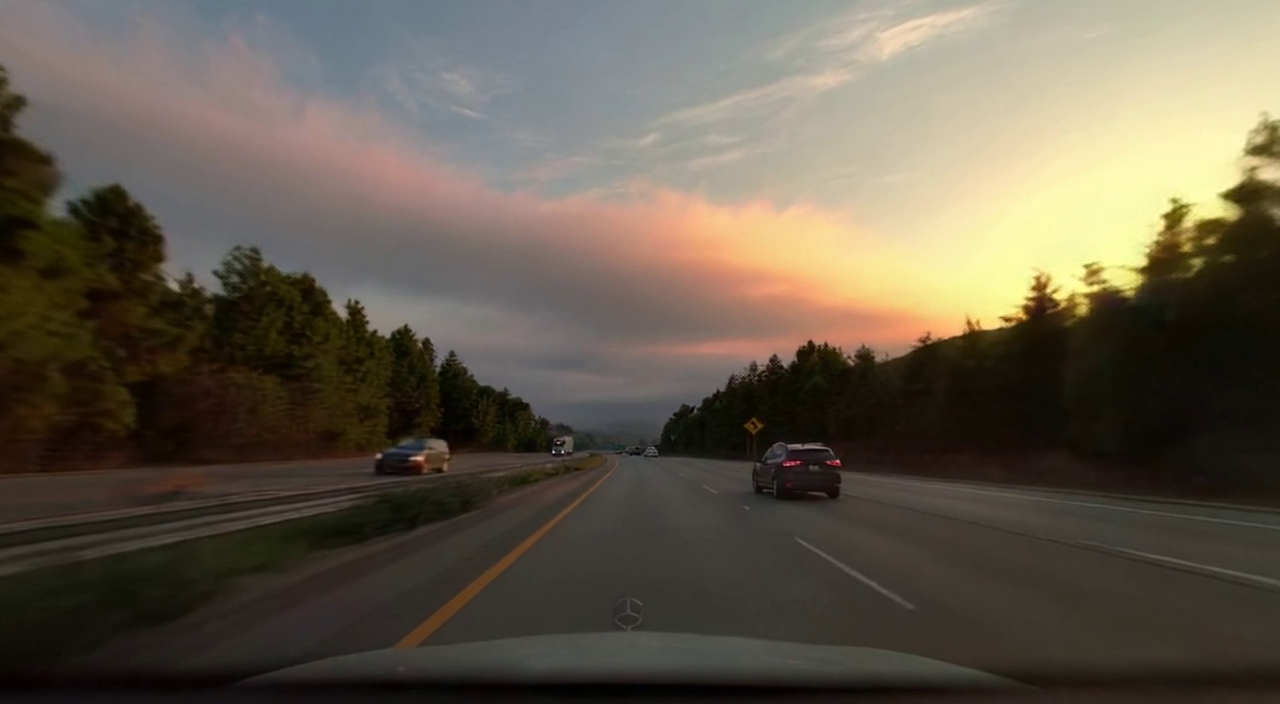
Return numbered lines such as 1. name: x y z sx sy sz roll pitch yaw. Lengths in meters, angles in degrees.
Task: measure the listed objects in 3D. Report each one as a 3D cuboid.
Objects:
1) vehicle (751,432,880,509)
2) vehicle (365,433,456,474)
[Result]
1. vehicle: 4.240 2.938 16.066 1.933 1.663 4.440 0 -9 -1
2. vehicle: -8.784 3.943 24.505 1.901 1.429 4.395 0 -9 0
